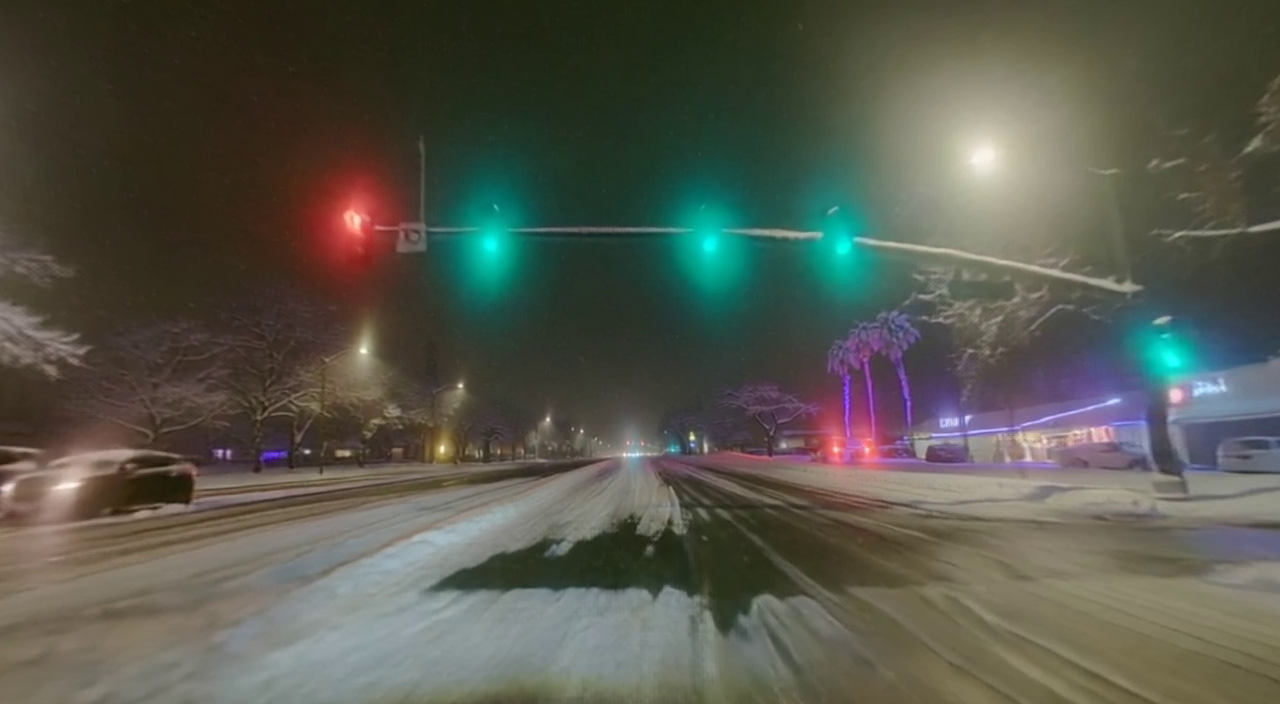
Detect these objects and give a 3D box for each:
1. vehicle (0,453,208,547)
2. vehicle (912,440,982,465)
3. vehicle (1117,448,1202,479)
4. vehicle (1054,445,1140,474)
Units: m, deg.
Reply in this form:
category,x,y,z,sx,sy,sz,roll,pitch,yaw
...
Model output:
category,x,y,z,sx,sy,sz,roll,pitch,yaw
vehicle,-11.203,2.755,12.513,2.019,1.434,4.622,0,-8,0
vehicle,20.230,6.604,41.723,3.576,1.443,1.822,-2,-8,-2
vehicle,23.480,5.013,28.562,3.142,1.270,1.464,2,-10,-21
vehicle,22.571,5.287,31.219,3.280,1.344,1.518,1,-9,-11
